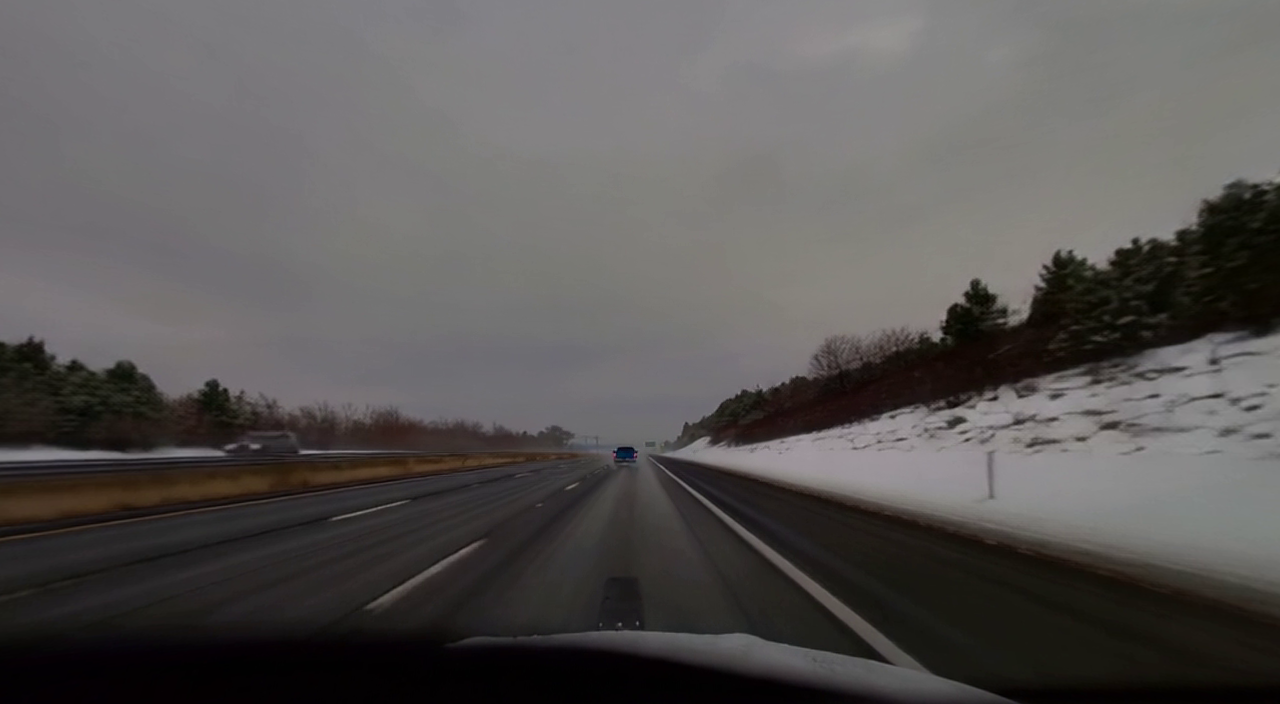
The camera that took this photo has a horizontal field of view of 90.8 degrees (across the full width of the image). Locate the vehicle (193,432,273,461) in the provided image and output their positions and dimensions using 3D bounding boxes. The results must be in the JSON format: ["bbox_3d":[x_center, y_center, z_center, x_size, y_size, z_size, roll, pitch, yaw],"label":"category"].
[{"bbox_3d":[-23.093,5.416,35.997,1.794,1.507,4.208,0,-9,-1],"label":"vehicle"}]

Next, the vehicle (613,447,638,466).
[{"bbox_3d":[-1.085,8.245,49.959,1.891,1.456,3.806,0,-9,0],"label":"vehicle"}]
